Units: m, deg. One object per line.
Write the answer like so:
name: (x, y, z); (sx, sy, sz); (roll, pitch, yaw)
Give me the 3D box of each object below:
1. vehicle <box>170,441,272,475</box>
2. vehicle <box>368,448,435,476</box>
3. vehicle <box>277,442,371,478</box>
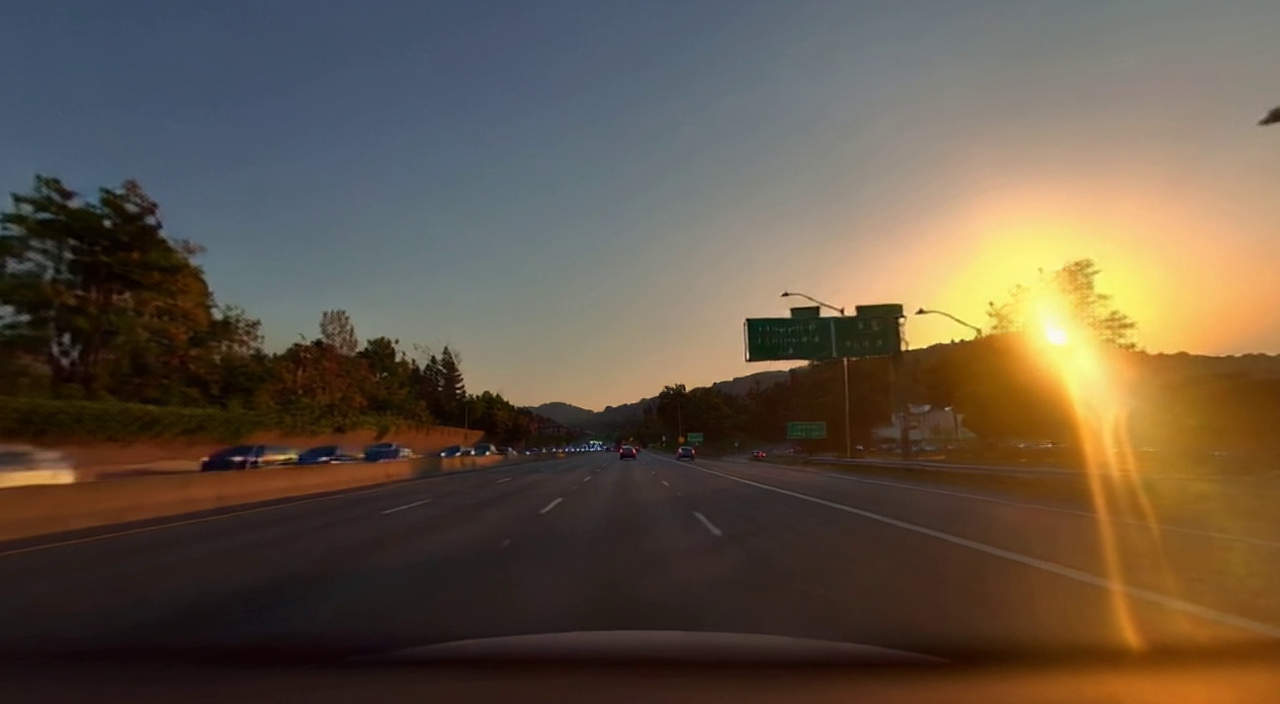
vehicle: (-26.153, 6.610, 39.779); (2.471, 1.970, 5.968); (0, -9, -2)
vehicle: (-13.134, 6.075, 35.103); (1.969, 1.441, 4.622); (0, -9, 0)
vehicle: (-16.159, 5.538, 32.728); (2.165, 1.675, 5.361); (0, -9, -1)
